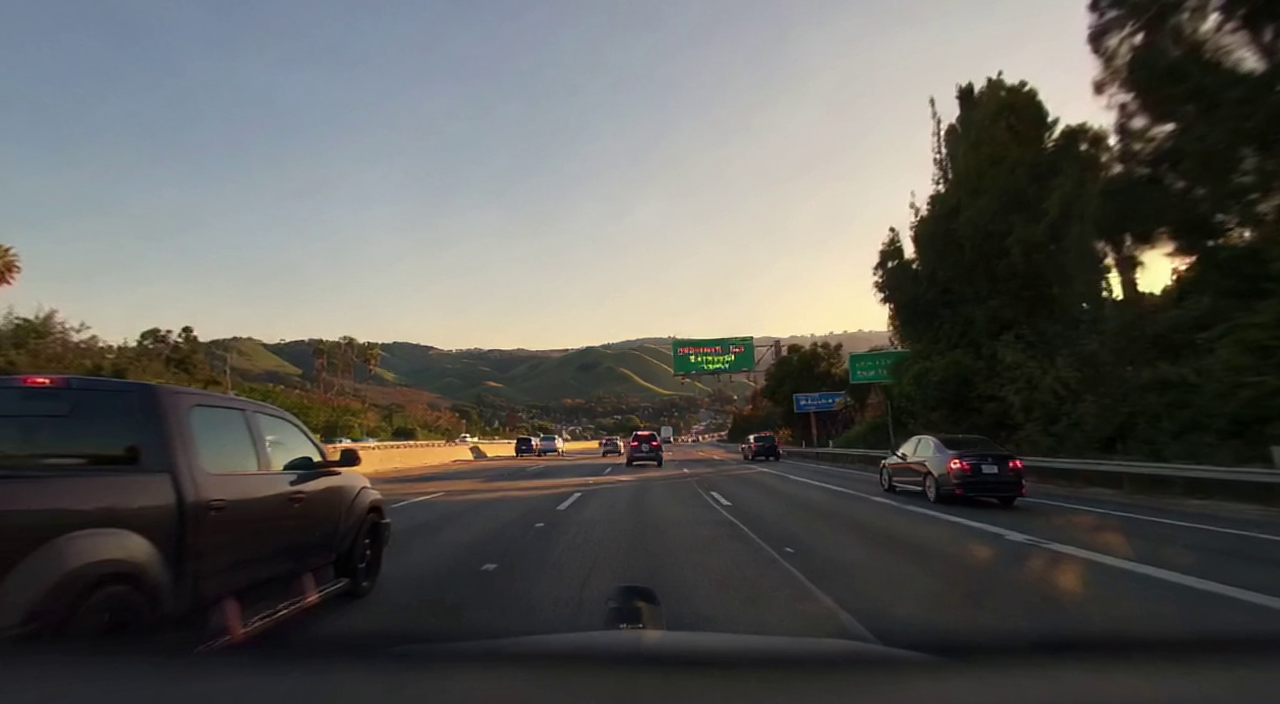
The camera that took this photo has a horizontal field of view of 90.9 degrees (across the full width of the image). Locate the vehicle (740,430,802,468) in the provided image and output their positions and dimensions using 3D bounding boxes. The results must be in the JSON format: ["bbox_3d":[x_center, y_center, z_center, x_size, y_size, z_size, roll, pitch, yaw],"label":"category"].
[{"bbox_3d":[6.569,4.919,32.161,2.067,1.775,4.372,0,-8,-2],"label":"vehicle"}]

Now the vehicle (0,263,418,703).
[{"bbox_3d":[-3.511,0.927,3.871,2.316,1.999,5.765,0,-8,-2],"label":"vehicle"}]

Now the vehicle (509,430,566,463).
[{"bbox_3d":[-6.078,5.717,38.242,2.238,1.837,5.979,-1,-8,2],"label":"vehicle"}]

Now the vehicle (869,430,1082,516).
[{"bbox_3d":[6.639,2.425,13.192,1.998,1.456,4.338,0,-8,-1],"label":"vehicle"}]

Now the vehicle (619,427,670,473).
[{"bbox_3d":[0.182,4.185,27.106,2.052,1.808,3.898,0,-8,0],"label":"vehicle"}]
